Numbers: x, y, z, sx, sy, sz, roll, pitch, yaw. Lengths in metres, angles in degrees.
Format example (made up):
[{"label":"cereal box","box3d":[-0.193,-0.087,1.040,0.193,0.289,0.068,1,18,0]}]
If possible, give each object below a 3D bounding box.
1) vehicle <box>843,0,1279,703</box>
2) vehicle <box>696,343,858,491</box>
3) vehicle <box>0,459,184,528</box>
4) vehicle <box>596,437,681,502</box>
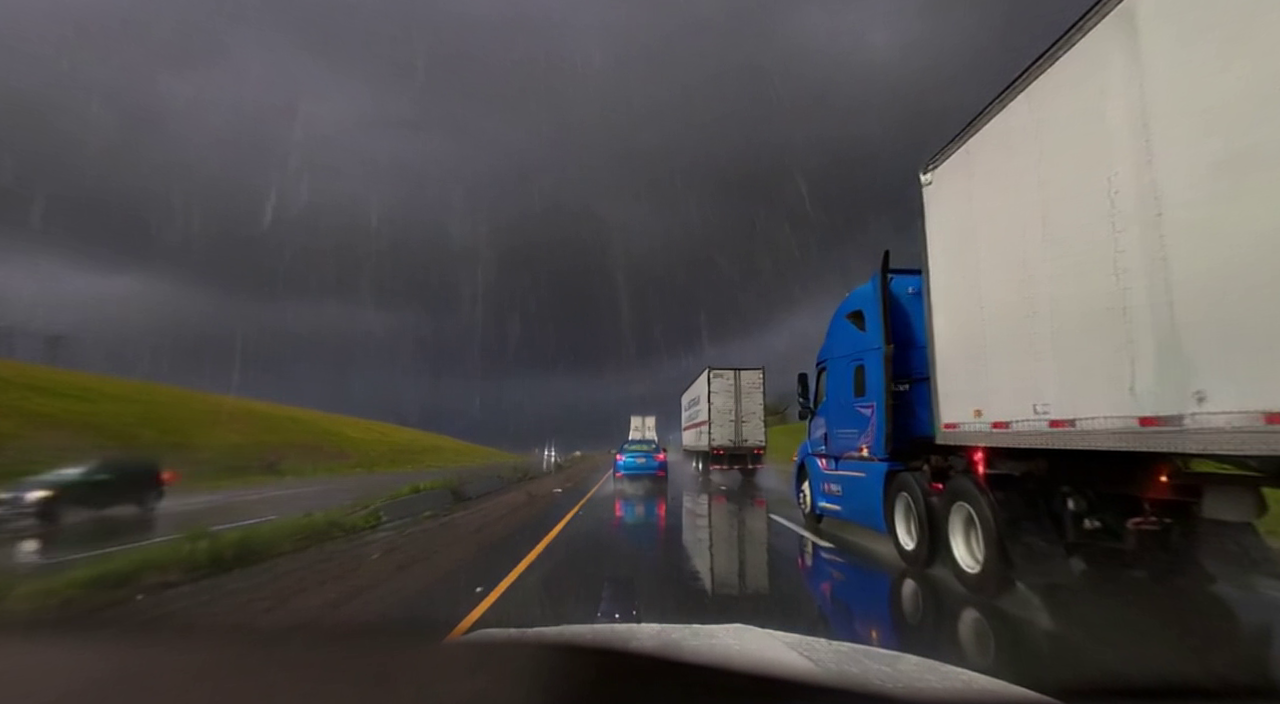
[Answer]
[{"label":"vehicle","box3d":[4.366,-0.823,0.294,3.410,4.438,14.410,0,-8,-1]},{"label":"vehicle","box3d":[4.327,2.509,22.916,3.235,4.197,9.908,0,-8,-2]},{"label":"vehicle","box3d":[-15.132,3.762,17.233,2.081,1.476,4.233,-1,-8,0]},{"label":"vehicle","box3d":[-0.074,3.091,17.001,2.045,1.507,3.763,0,-8,-1]}]
